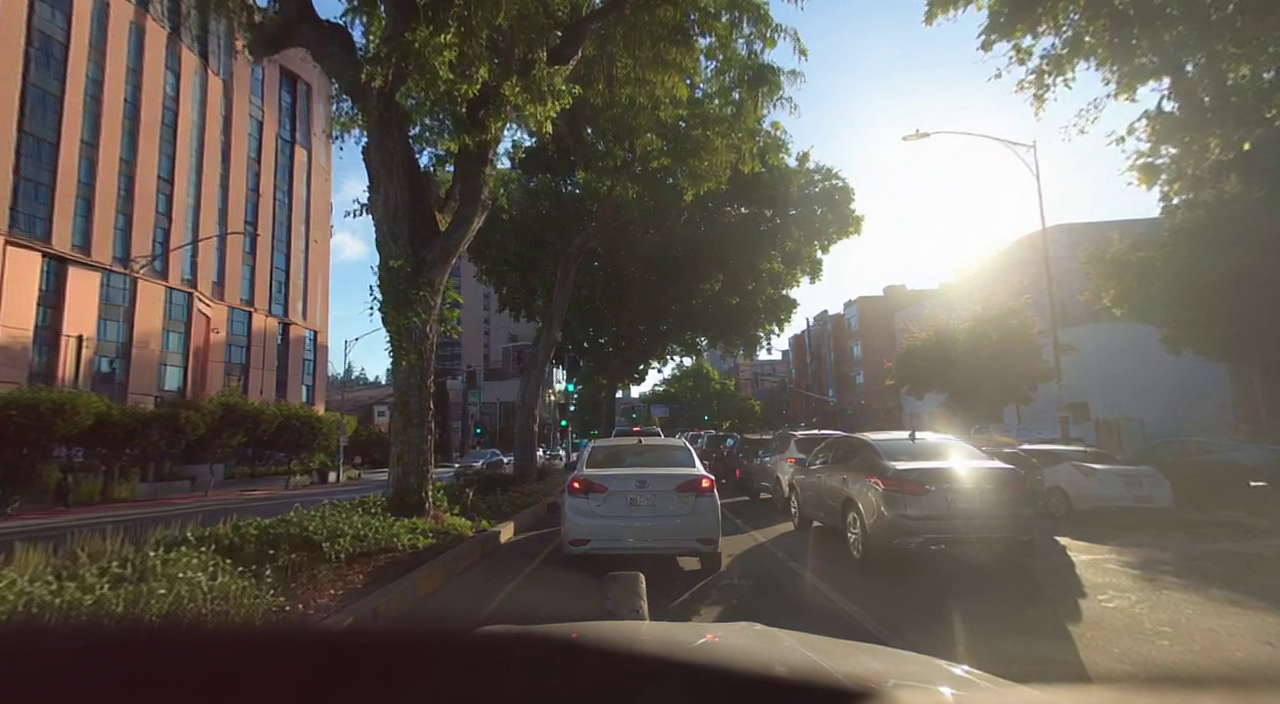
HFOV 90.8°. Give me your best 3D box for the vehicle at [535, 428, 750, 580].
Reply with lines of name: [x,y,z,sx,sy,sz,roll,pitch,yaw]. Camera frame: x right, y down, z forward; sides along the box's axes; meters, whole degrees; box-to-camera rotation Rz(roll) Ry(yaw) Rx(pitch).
vehicle: [-0.014,1.801,8.327,2.105,1.474,4.127,0,-8,-1]

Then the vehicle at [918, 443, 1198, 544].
vehicle: [6.527,2.209,10.531,1.915,1.338,3.874,0,-8,-2]

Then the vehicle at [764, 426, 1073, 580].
vehicle: [3.172,1.811,8.484,1.995,1.483,4.533,0,-8,-1]
